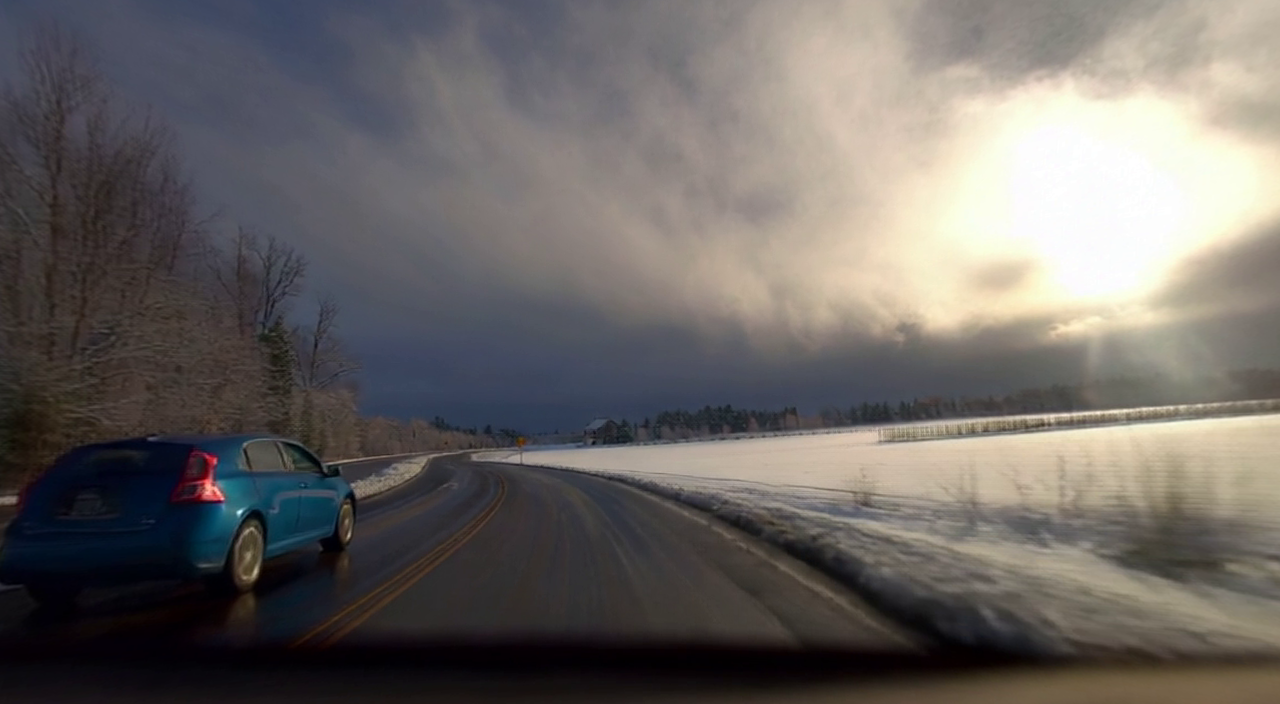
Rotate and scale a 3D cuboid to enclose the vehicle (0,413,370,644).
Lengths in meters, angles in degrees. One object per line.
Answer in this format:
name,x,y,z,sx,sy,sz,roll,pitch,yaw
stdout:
vehicle,-4.631,1.559,6.473,2.078,1.607,3.959,0,-9,-3
